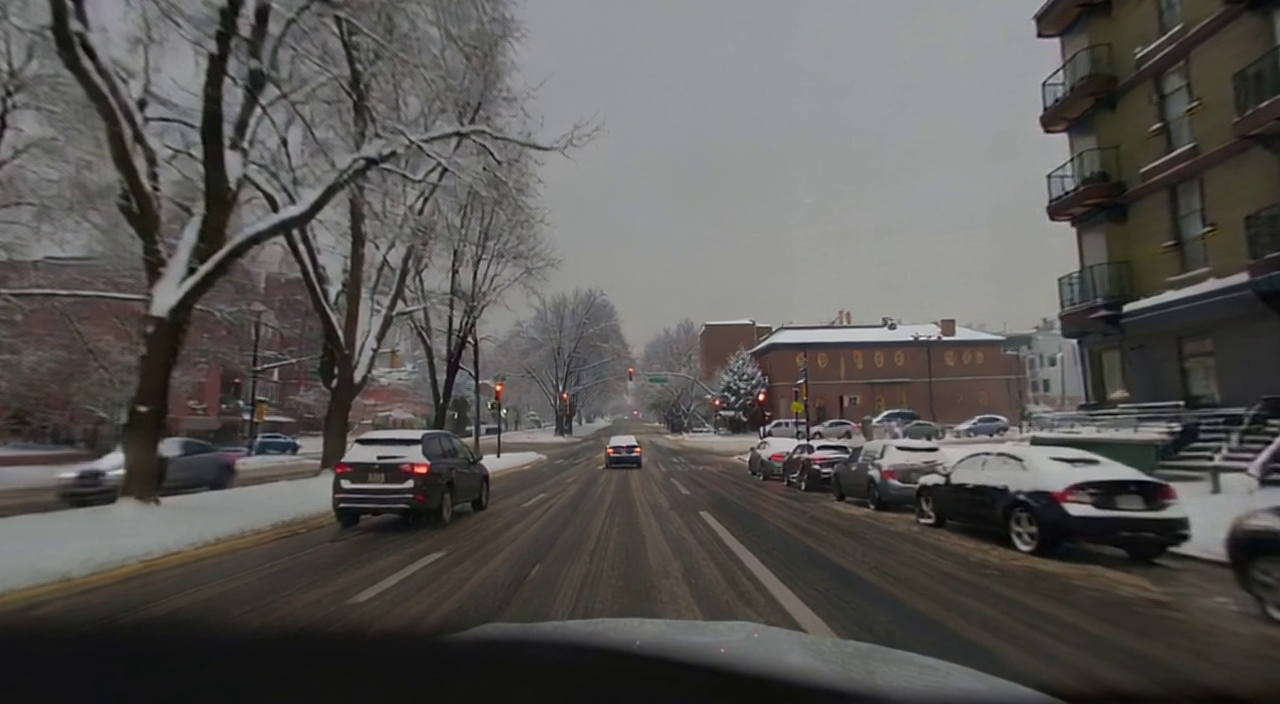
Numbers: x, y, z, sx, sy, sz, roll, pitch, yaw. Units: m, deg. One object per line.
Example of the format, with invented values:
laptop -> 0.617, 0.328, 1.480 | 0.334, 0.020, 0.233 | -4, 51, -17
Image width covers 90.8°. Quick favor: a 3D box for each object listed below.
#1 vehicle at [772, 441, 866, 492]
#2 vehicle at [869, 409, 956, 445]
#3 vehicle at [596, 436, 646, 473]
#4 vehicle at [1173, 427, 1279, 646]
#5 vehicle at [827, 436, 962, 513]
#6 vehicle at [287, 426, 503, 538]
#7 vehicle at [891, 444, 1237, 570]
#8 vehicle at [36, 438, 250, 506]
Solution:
vehicle -> 5.872, 3.784, 21.274 | 1.959, 1.513, 4.104 | 0, -8, 0
vehicle -> 21.069, 5.858, 48.933 | 5.756, 2.653, 2.403 | 2, -9, -12
vehicle -> -0.793, 4.557, 28.217 | 2.082, 1.520, 3.896 | 0, -8, 0
vehicle -> 5.983, 1.215, 3.481 | 2.019, 1.670, 4.550 | 0, -8, -1
vehicle -> 6.036, 2.924, 15.490 | 1.877, 1.642, 3.572 | 0, -8, 2
vehicle -> -3.878, 2.131, 11.004 | 1.934, 1.522, 4.464 | 0, -8, 0
vehicle -> 6.065, 2.217, 10.005 | 2.089, 1.488, 4.663 | 0, -8, -3
vehicle -> -12.554, 3.028, 16.435 | 1.987, 1.503, 4.375 | 0, -8, 0
